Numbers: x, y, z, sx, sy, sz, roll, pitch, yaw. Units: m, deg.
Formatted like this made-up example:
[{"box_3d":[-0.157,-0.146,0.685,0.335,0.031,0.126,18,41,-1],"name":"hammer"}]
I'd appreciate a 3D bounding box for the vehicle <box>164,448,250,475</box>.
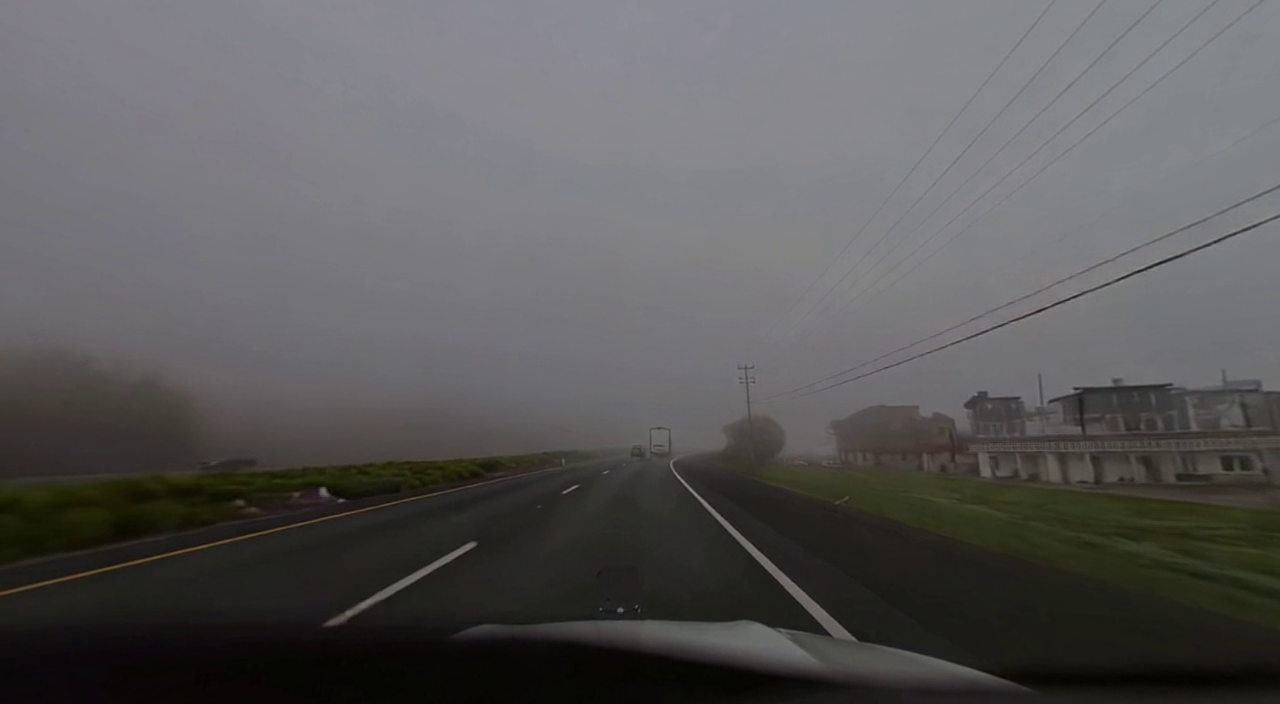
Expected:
[{"box_3d":[-26.733,6.761,39.072,1.872,1.530,4.747,0,-9,1],"name":"vehicle"}]
